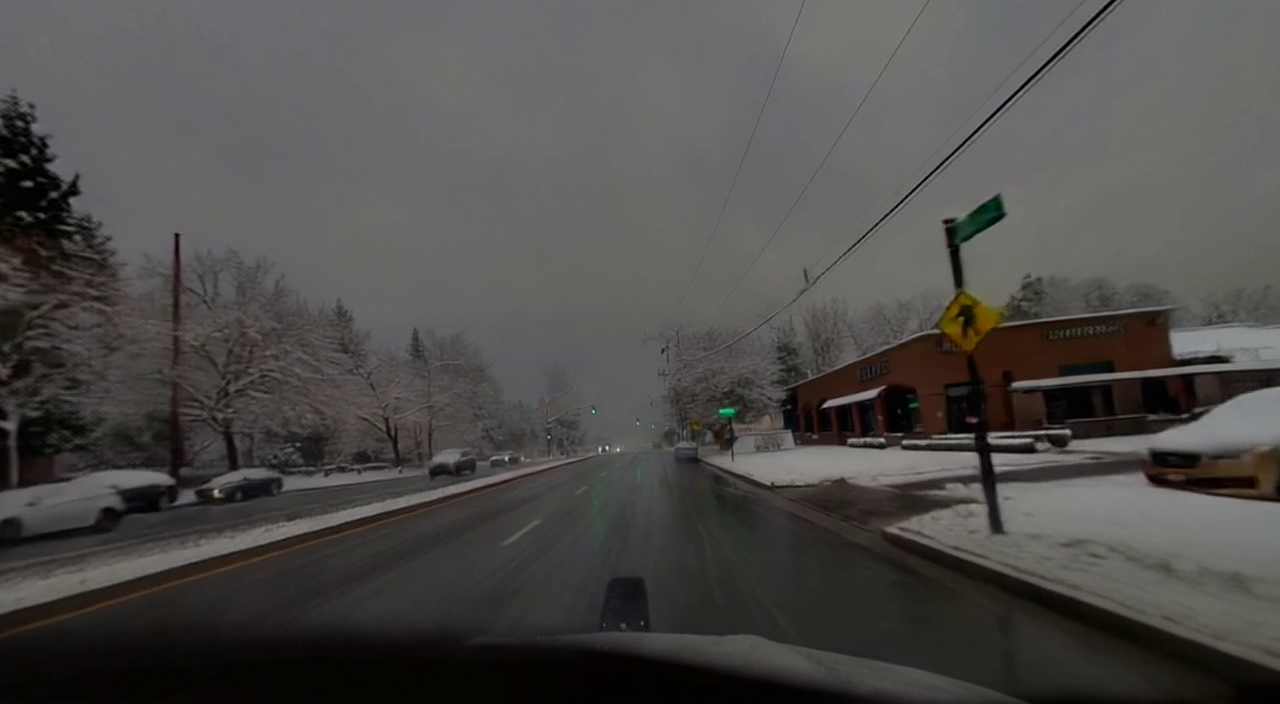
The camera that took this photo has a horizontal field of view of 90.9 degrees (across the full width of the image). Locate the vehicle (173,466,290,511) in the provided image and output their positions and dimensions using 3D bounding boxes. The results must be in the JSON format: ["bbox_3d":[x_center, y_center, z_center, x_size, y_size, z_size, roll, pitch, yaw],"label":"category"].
[{"bbox_3d":[-17.835,5.953,27.865,1.902,1.484,4.908,-4,-9,1],"label":"vehicle"}]

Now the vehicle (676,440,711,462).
[{"bbox_3d":[3.709,7.005,44.697,2.041,1.523,4.281,0,-8,-1],"label":"vehicle"}]

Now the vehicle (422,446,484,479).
[{"bbox_3d":[-10.983,6.492,37.342,2.079,1.812,4.757,-1,-8,2],"label":"vehicle"}]

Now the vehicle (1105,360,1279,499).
[{"bbox_3d":[9.916,1.117,9.078,4.843,1.748,1.985,0,-8,-3],"label":"vehicle"}]

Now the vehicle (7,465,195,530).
[{"bbox_3d":[-17.991,4.827,21.474,1.882,1.706,4.938,-3,-9,3],"label":"vehicle"}]
